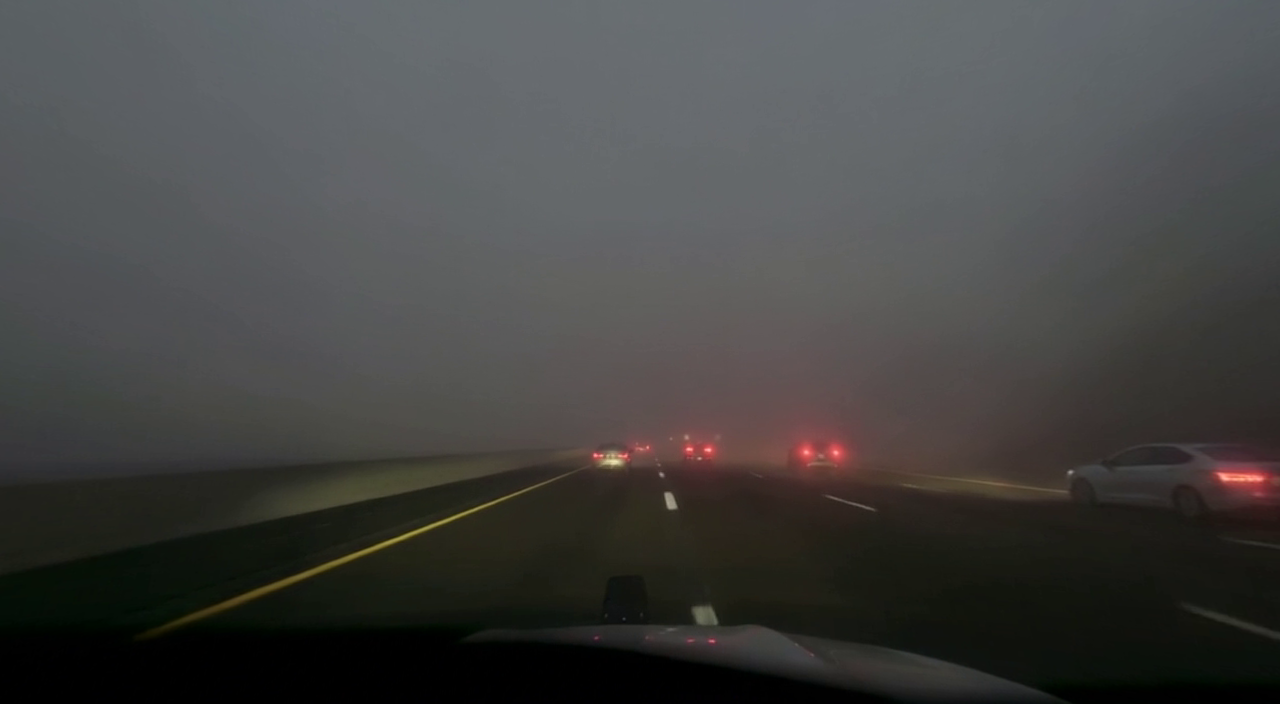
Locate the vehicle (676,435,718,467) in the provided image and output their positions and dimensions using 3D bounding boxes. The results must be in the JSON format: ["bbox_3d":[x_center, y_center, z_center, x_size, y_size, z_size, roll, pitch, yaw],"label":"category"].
[{"bbox_3d":[3.198,5.678,36.050,2.063,1.698,4.355,0,-8,1],"label":"vehicle"}]

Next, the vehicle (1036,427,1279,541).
[{"bbox_3d":[9.393,2.116,10.864,1.870,1.493,5.015,0,-8,1],"label":"vehicle"}]

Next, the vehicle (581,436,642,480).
[{"bbox_3d":[-1.019,4.137,24.732,2.050,1.546,4.344,-1,-8,2],"label":"vehicle"}]
